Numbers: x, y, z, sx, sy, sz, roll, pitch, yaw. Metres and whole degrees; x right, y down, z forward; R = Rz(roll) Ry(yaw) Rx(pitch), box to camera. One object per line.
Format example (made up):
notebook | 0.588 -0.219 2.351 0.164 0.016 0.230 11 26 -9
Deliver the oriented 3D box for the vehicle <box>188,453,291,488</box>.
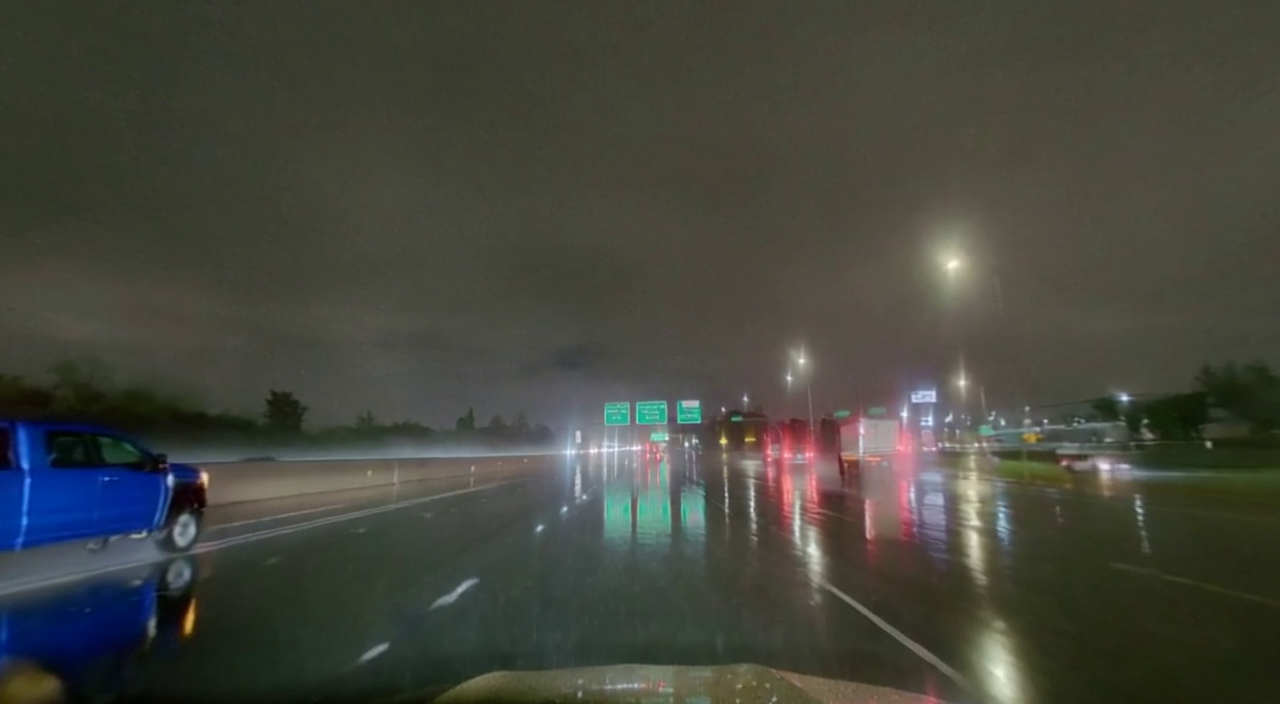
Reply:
vehicle | -20.196 5.966 32.057 1.916 1.612 4.809 0 -9 3

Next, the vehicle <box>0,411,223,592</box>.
vehicle | -7.250 1.555 6.796 2.168 1.729 4.724 0 -9 1

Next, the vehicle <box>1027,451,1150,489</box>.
vehicle | 18.978 4.985 26.945 1.912 1.450 4.581 0 -9 0
